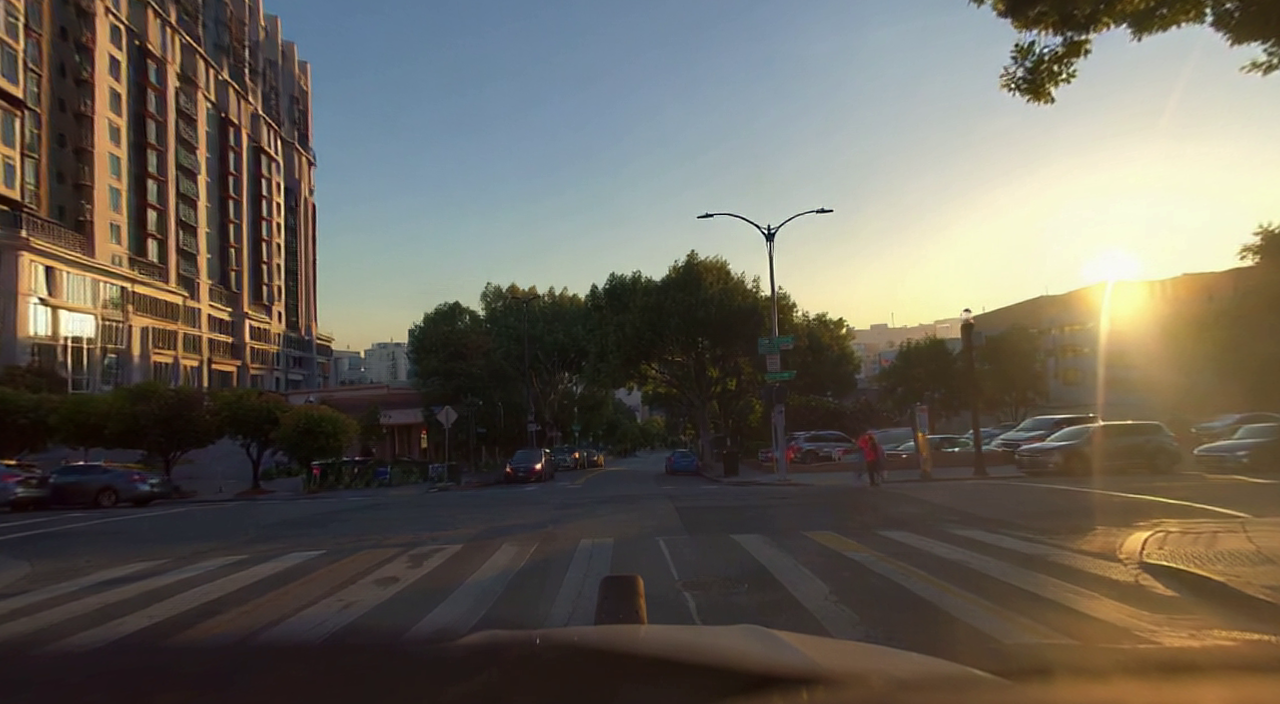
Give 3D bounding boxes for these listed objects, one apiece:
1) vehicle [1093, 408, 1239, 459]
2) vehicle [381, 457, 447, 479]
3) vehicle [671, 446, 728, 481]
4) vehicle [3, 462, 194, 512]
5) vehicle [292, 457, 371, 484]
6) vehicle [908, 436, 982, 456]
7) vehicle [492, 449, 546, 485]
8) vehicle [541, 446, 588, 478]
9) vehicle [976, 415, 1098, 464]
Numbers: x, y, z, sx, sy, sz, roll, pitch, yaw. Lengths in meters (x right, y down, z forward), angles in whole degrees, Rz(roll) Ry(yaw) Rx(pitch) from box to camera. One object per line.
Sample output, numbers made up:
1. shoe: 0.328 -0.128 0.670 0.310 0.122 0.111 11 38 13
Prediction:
1. vehicle: 22.305 3.533 27.146 2.137 1.962 4.988 -1 -8 3
2. vehicle: -16.931 8.661 47.370 4.203 1.544 1.889 0 -8 1
3. vehicle: 3.218 5.857 33.481 1.942 1.603 3.785 0 -8 23
4. vehicle: -17.315 4.318 20.373 4.439 1.448 1.793 0 -9 0
5. vehicle: -23.180 8.891 47.508 4.844 1.836 2.117 -1 -8 5
6. vehicle: 23.014 7.088 47.774 4.528 1.475 2.070 0 -8 3
7. vehicle: -7.616 7.251 40.253 2.193 1.814 5.061 -9 -8 0
8. vehicle: -4.454 6.542 37.705 2.102 1.768 4.290 -2 -9 2
9. vehicle: 16.744 3.791 26.999 2.041 1.921 4.574 0 -9 -2
